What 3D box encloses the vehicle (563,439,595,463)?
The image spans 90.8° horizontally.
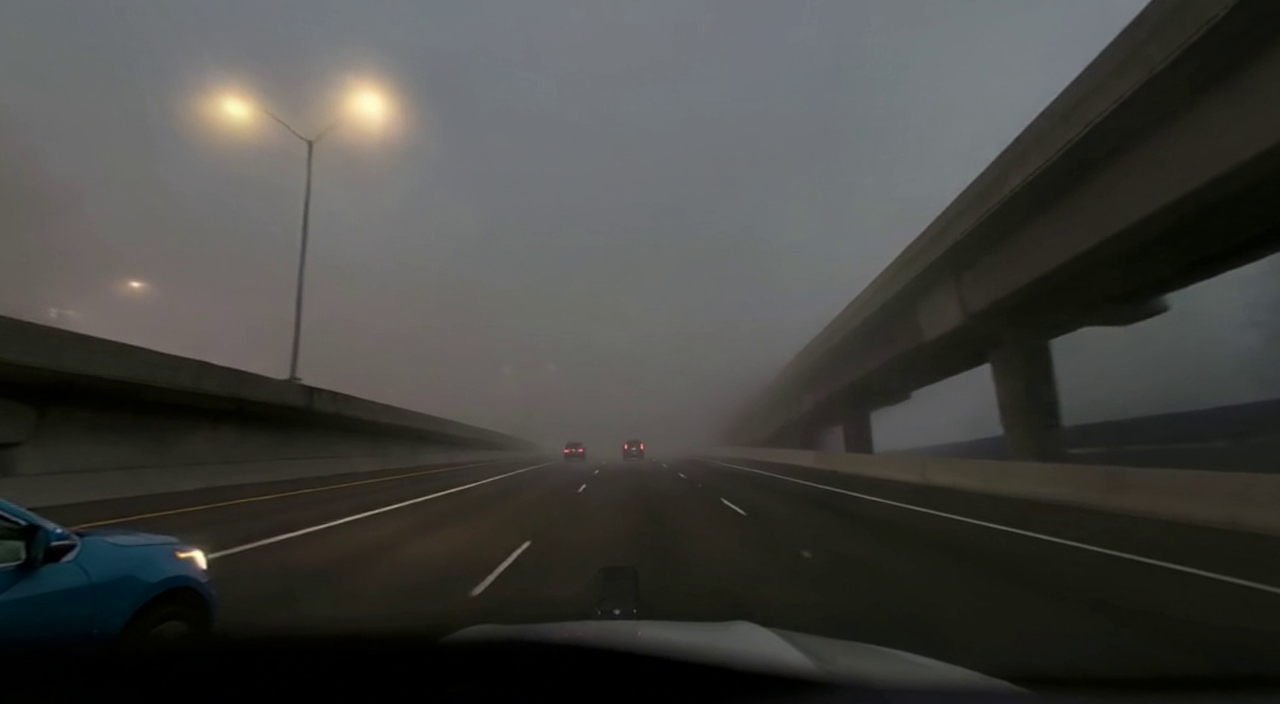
[{"bbox_3d":[-4.433,7.253,46.335,2.000,1.646,4.201,0,-8,-1],"label":"vehicle"}]

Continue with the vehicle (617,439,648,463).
[{"bbox_3d":[-0.578,7.114,45.548,2.132,1.657,3.967,0,-8,-1],"label":"vehicle"}]
